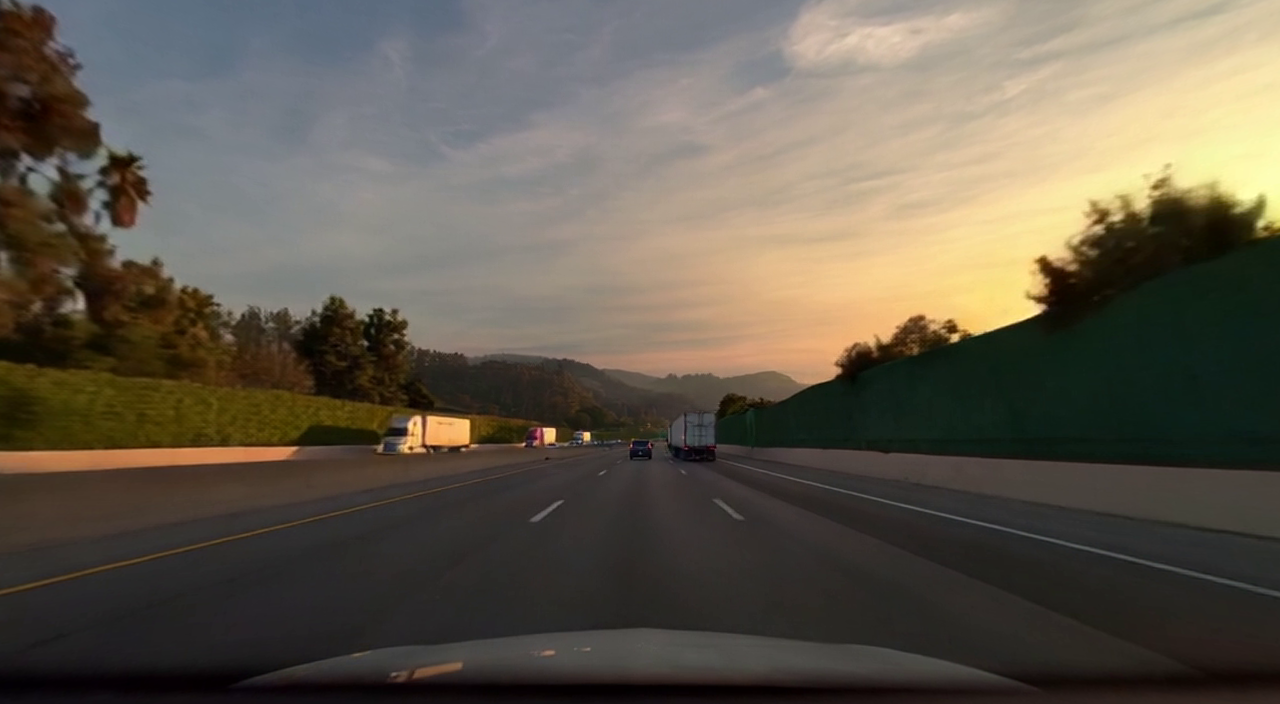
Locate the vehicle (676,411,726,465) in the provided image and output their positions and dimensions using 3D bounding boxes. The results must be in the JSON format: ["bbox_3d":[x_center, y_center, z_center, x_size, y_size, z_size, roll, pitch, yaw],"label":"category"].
[{"bbox_3d":[4.086,5.977,43.716,2.742,3.383,8.285,0,-8,1],"label":"vehicle"}]

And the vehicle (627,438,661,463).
[{"bbox_3d":[0.296,7.417,47.692,2.389,1.760,4.473,0,-8,0],"label":"vehicle"}]
